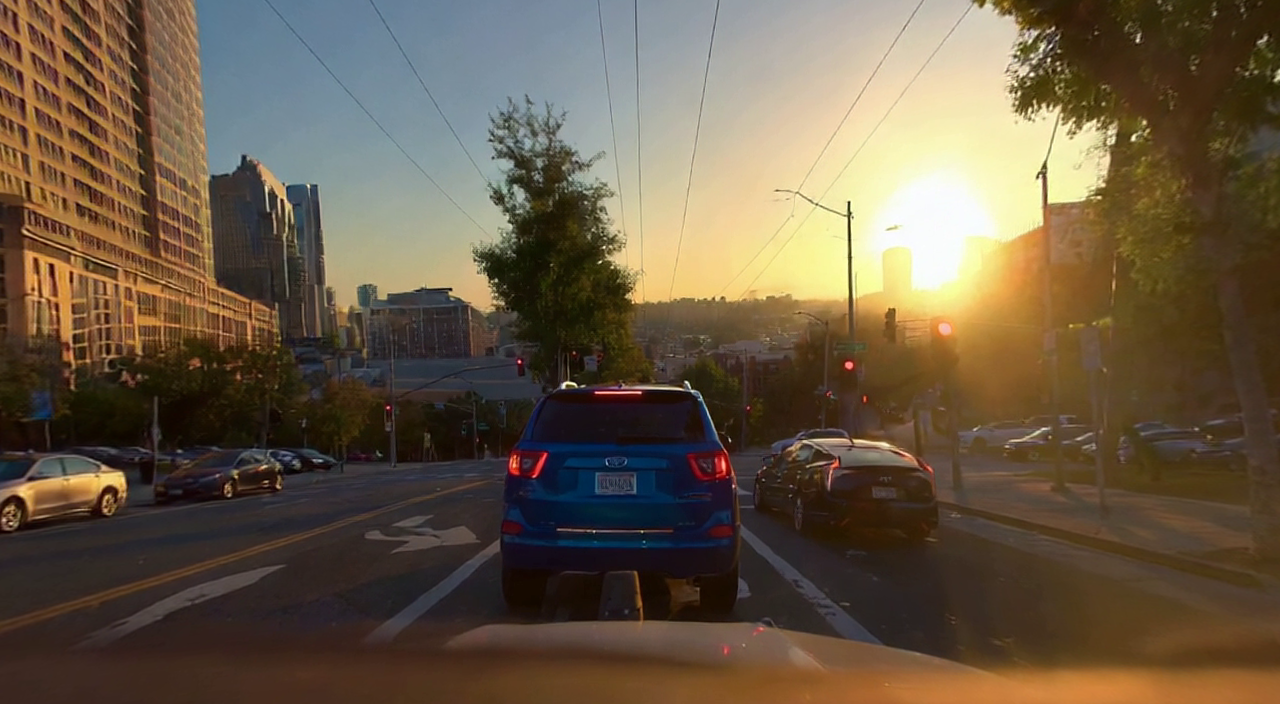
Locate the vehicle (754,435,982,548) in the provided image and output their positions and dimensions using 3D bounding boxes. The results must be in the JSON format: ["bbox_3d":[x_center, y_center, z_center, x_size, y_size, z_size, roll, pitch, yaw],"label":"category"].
[{"bbox_3d":[3.289,2.086,10.099,2.056,1.422,4.130,0,-8,-1],"label":"vehicle"}]

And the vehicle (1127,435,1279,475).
[{"bbox_3d":[22.176,4.049,24.956,4.055,1.469,1.848,-4,-9,26],"label":"vehicle"}]

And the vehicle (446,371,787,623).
[{"bbox_3d":[-0.163,1.361,6.773,2.453,1.816,4.300,0,-8,0],"label":"vehicle"}]

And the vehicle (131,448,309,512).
[{"bbox_3d":[-12.460,3.786,19.134,2.207,1.648,4.675,0,-8,-1],"label":"vehicle"}]

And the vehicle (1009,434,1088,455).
[{"bbox_3d":[31.305,7.098,48.149,5.224,1.515,2.164,3,-9,-18],"label":"vehicle"}]

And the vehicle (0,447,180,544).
[{"bbox_3d":[-12.533,2.915,13.468,1.891,1.723,4.360,0,-8,1],"label":"vehicle"}]
